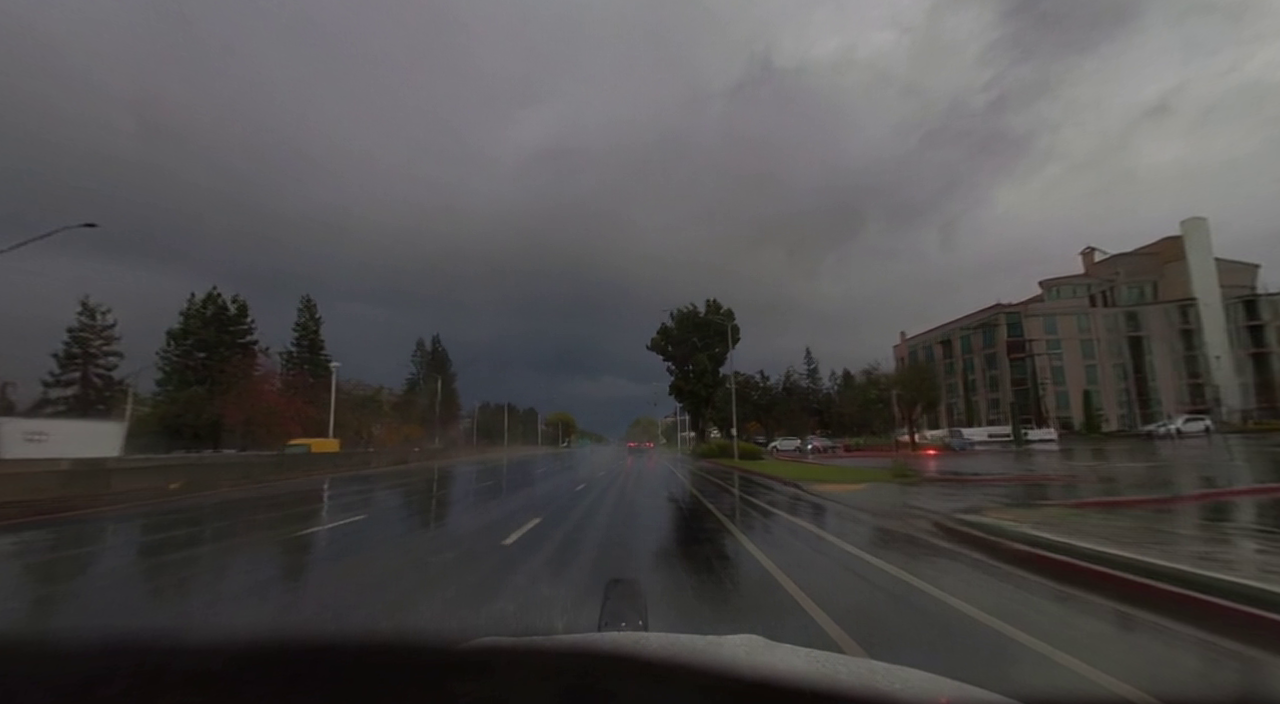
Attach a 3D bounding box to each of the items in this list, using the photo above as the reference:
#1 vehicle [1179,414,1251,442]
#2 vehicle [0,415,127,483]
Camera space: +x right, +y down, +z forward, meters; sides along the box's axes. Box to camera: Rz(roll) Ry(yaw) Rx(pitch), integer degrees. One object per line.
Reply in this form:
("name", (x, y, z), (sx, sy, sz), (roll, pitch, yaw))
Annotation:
("vehicle", (44.396, 5.917, 48.656), (5.546, 2.037, 2.222), (4, -9, -29))
("vehicle", (-39.205, 6.142, 39.887), (3.190, 3.960, 12.082), (0, -8, 1))
